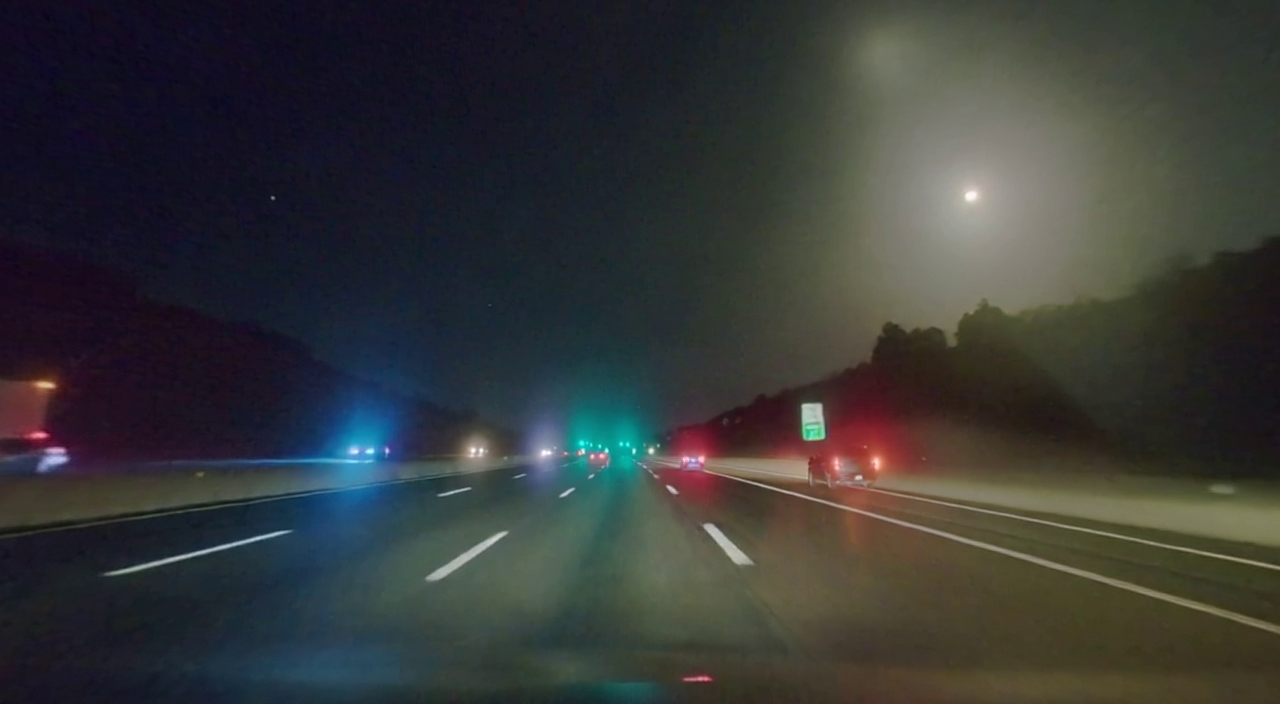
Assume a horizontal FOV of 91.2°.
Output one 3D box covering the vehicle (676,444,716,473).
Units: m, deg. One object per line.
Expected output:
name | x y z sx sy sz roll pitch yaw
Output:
vehicle | 3.134 6.101 35.967 1.895 1.555 4.030 0 -9 0
